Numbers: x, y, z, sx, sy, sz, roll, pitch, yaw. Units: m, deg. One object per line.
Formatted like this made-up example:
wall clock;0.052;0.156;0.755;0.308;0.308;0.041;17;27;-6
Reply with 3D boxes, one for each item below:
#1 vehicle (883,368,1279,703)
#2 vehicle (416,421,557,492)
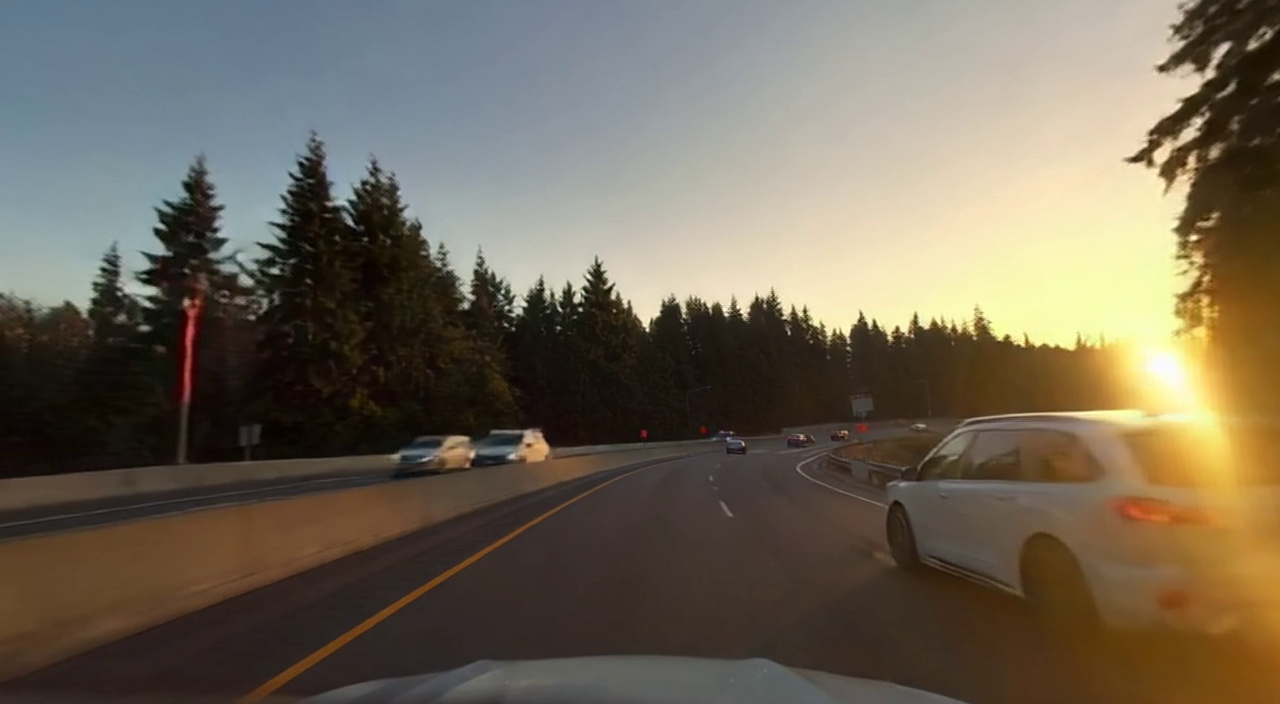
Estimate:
vehicle;3.961;1.242;5.333;2.112;1.708;4.380;0;-8;1
vehicle;-3.931;2.799;17.167;2.295;1.648;4.689;-1;-8;5
